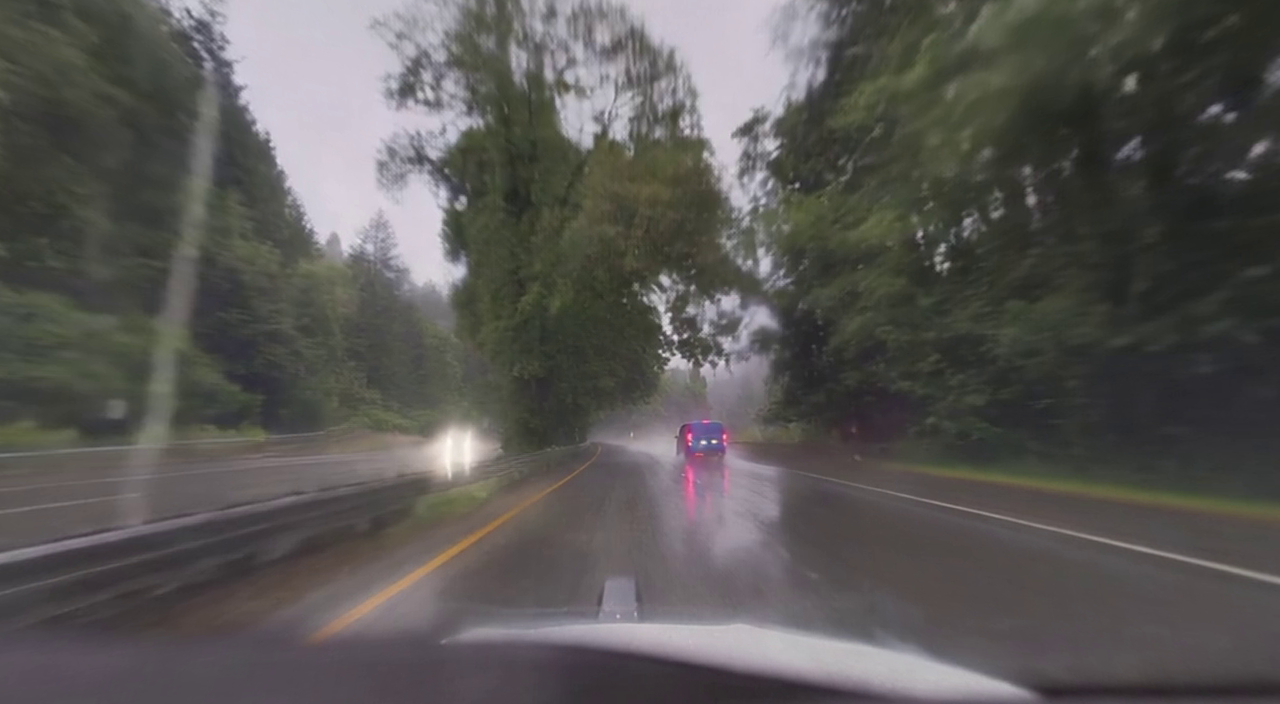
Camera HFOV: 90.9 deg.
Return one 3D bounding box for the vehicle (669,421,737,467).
[{"bbox_3d":[2.571,3.915,27.036,2.240,1.801,4.545,0,-8,-3],"label":"vehicle"}]
